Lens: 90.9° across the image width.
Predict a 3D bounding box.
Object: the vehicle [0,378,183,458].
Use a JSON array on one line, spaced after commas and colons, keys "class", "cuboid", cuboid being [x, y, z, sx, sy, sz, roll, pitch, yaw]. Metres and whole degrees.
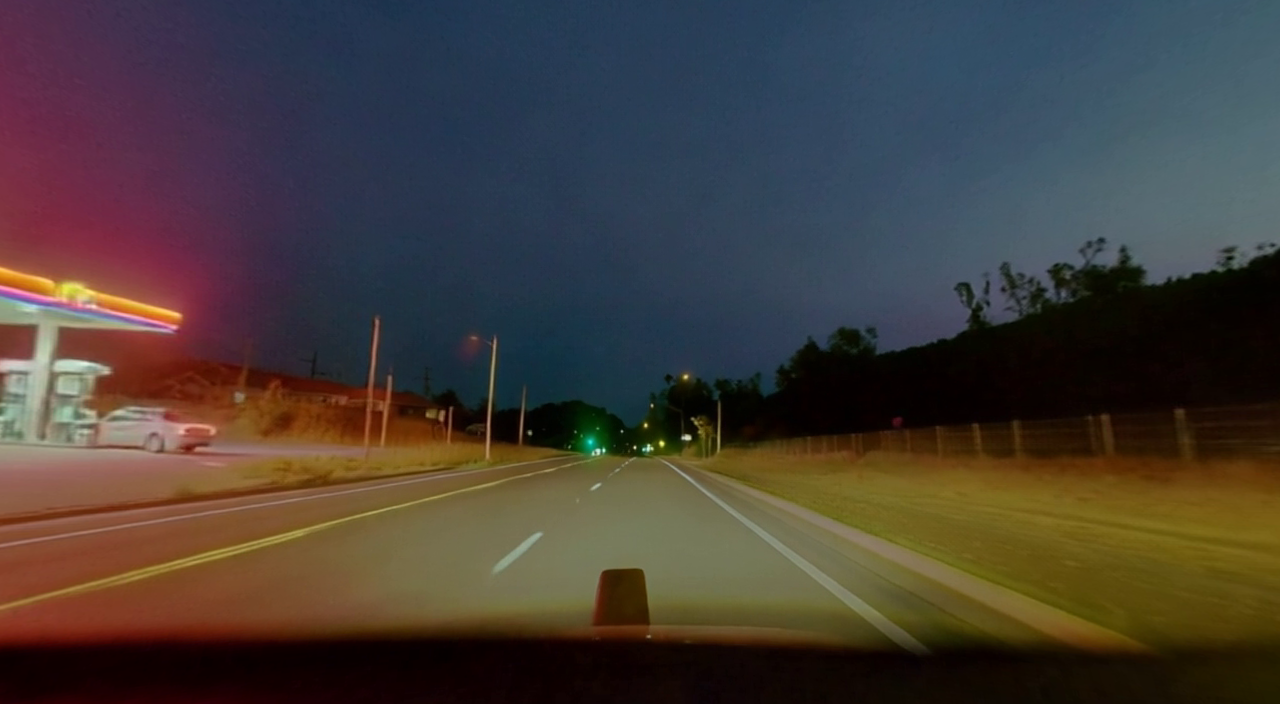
[{"class": "vehicle", "cuboid": [-22.752, 2.612, 25.610, 6.311, 2.571, 3.118, 3, -5, 12]}]
